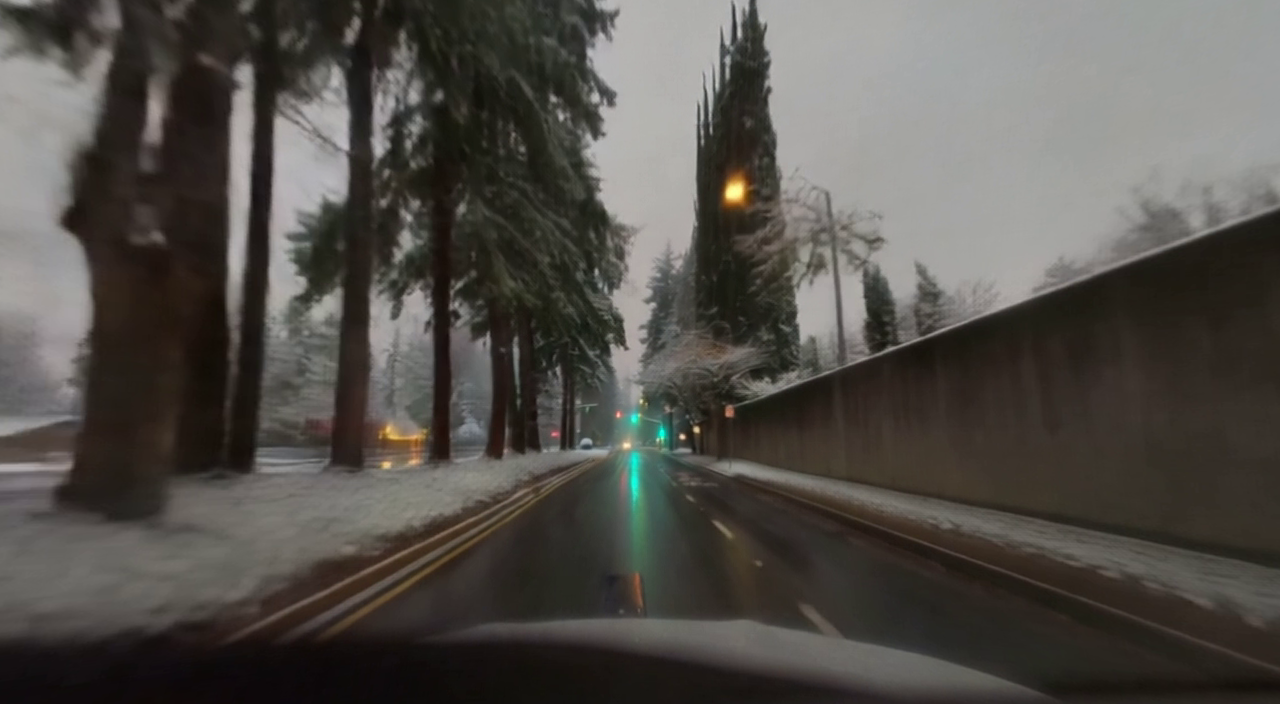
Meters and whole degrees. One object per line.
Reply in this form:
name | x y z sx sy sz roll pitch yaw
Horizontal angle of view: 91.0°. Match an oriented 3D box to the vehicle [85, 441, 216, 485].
vehicle | -20.623 4.659 26.818 1.896 1.689 4.599 0 -8 0
